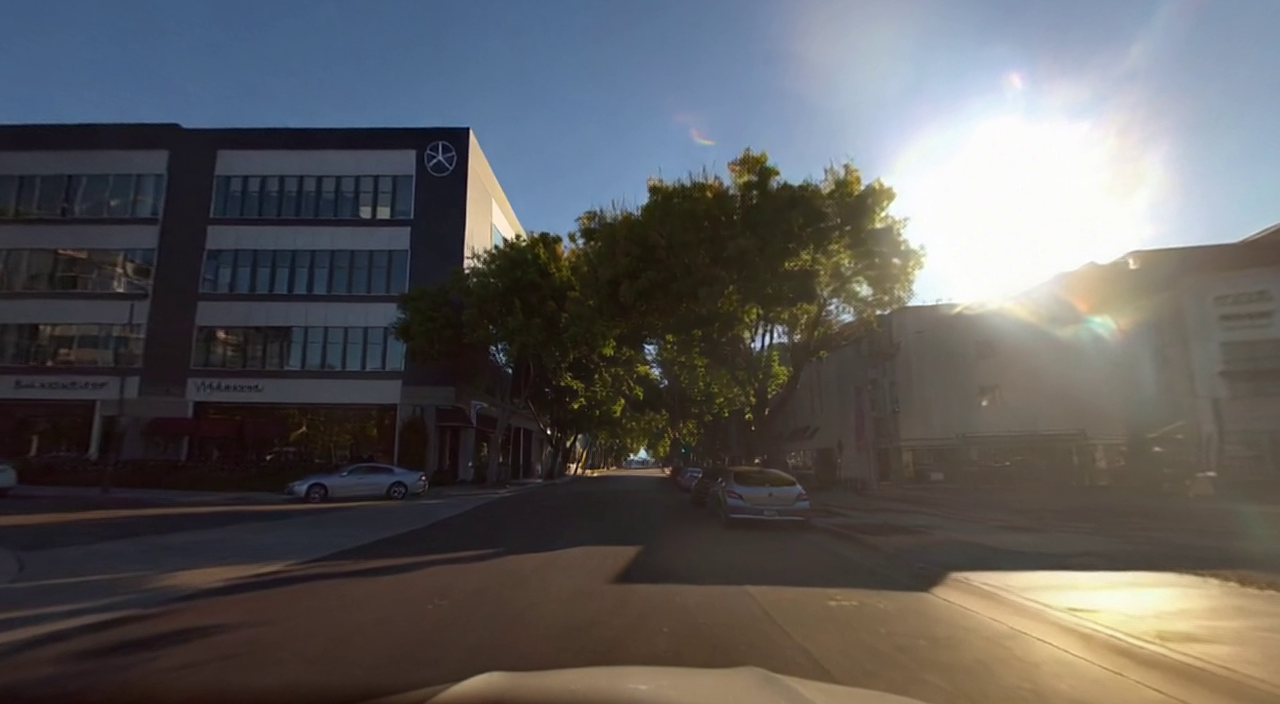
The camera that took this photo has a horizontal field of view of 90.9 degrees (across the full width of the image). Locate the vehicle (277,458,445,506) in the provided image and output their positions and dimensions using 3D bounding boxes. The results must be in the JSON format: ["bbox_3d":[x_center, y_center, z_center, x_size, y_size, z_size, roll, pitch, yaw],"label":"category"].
[{"bbox_3d":[-9.392,4.399,21.476,4.770,1.448,1.983,9,-14,-39],"label":"vehicle"}]

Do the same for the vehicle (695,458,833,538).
[{"bbox_3d":[2.471,3.075,13.675,2.073,1.434,3.899,1,-11,-2],"label":"vehicle"}]
